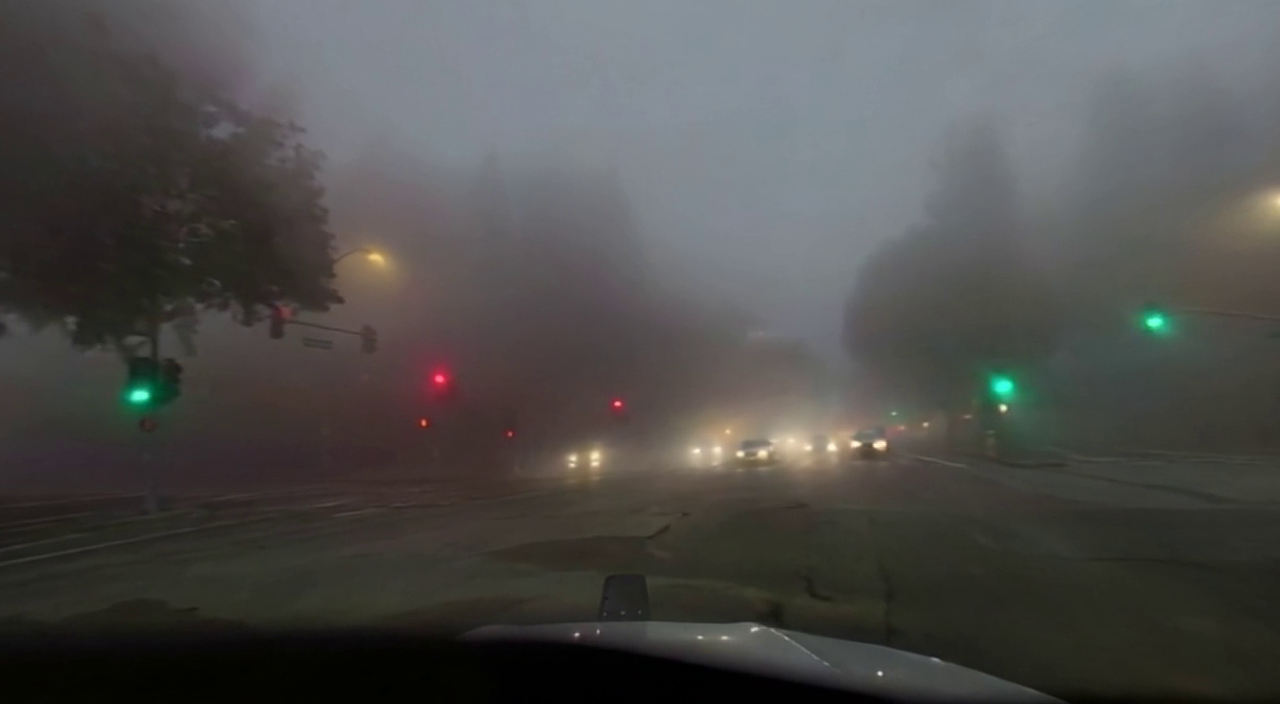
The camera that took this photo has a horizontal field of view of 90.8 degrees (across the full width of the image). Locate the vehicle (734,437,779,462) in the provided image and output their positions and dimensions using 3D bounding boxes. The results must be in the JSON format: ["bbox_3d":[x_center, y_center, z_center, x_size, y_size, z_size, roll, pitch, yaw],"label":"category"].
[{"bbox_3d":[7.458,6.207,40.366,1.786,1.499,3.797,-5,-9,26],"label":"vehicle"}]

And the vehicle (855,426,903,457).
[{"bbox_3d":[13.829,5.184,36.457,2.034,1.663,4.025,-5,-9,27],"label":"vehicle"}]
